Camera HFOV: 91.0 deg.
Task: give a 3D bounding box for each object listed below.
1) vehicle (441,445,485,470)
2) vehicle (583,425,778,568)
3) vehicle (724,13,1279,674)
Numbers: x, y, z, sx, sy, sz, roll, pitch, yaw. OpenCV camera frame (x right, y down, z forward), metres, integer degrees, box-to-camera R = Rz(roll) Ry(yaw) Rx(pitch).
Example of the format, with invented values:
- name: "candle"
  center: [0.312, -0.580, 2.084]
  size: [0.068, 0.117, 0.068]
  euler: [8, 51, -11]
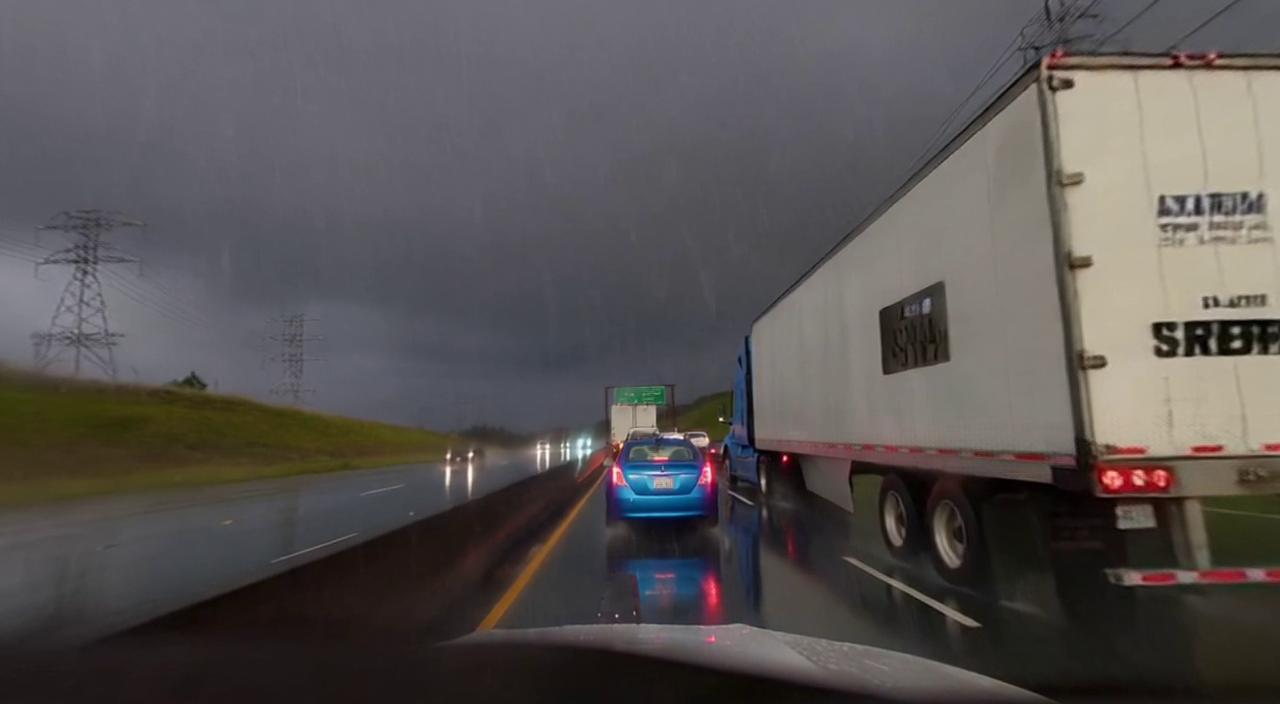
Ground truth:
- name: "vehicle"
  center: [-11.919, 7.128, 42.591]
  size: [1.856, 1.559, 3.844]
  euler: [-1, -8, 0]
- name: "vehicle"
  center: [0.348, 1.763, 8.430]
  size: [2.045, 1.446, 3.597]
  euler: [0, -8, -2]
- name: "vehicle"
  center: [4.202, 0.790, 10.929]
  size: [3.138, 4.065, 14.276]
  euler: [0, -8, -2]
